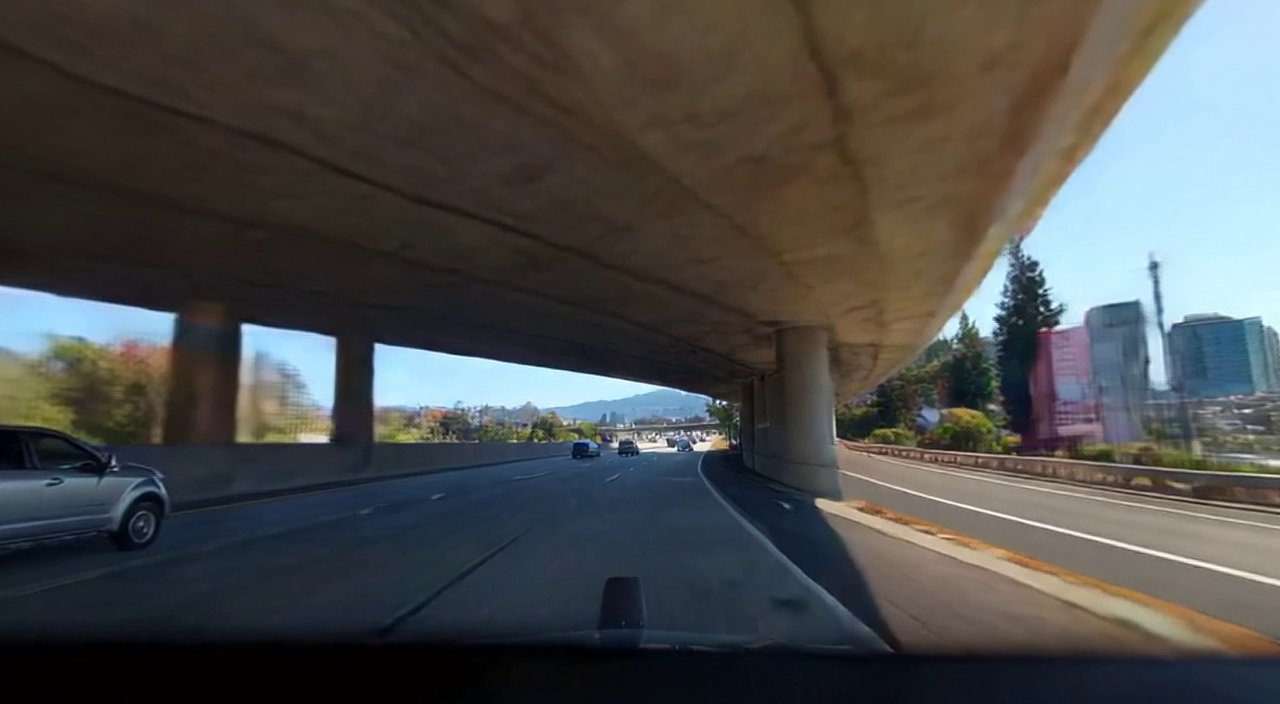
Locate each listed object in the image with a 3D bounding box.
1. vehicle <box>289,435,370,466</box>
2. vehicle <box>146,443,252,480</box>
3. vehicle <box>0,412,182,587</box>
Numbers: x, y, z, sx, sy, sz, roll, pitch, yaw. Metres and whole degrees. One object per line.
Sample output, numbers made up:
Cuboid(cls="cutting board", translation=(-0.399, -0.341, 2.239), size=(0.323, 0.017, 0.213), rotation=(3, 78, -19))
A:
Cuboid(cls="vehicle", translation=(-21.102, 6.731, 43.220), size=(2.161, 1.927, 5.987), rotation=(-1, -8, 5))
Cuboid(cls="vehicle", translation=(-18.989, 4.692, 27.396), size=(1.765, 1.479, 3.669), rotation=(-1, -8, 4))
Cuboid(cls="vehicle", translation=(-6.994, 1.355, 5.683), size=(1.923, 1.630, 4.857), rotation=(-1, -8, 2))
